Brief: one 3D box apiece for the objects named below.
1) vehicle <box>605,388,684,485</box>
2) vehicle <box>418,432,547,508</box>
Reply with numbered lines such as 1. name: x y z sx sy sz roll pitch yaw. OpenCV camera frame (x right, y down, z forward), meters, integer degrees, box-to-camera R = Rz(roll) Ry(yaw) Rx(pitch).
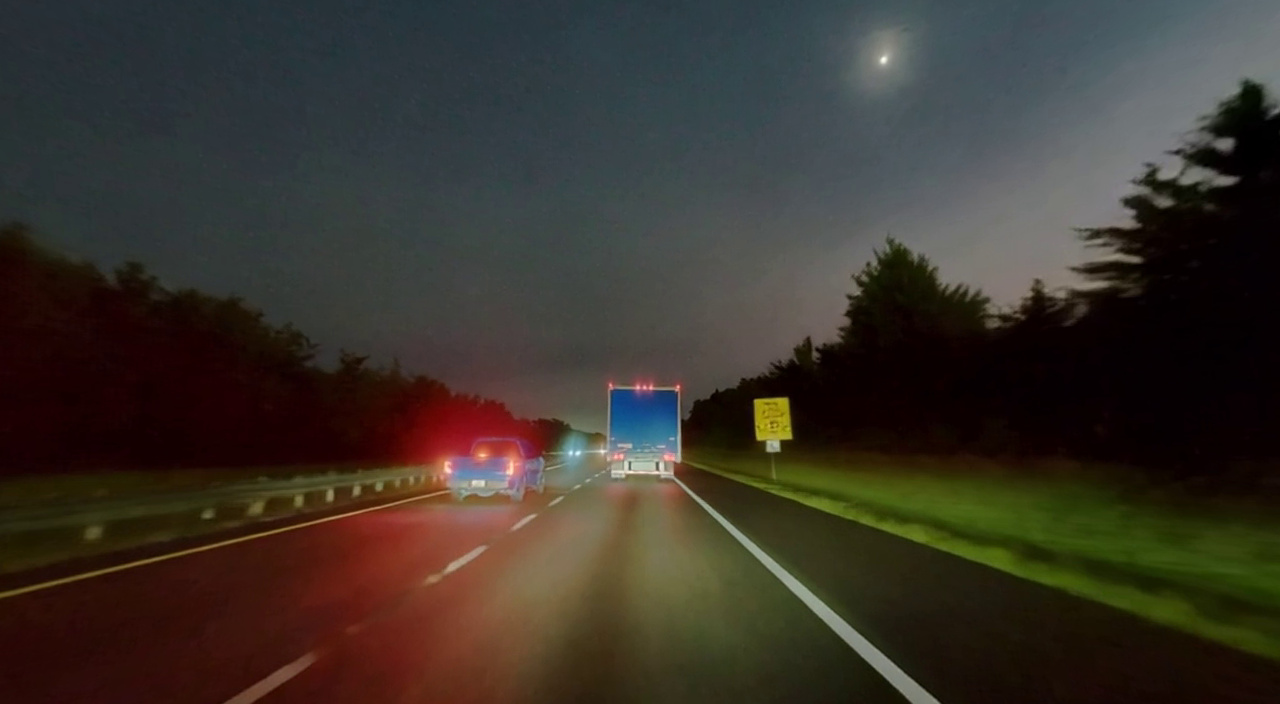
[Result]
1. vehicle: 0.010 3.771 27.477 2.913 3.530 8.648 0 -9 -2
2. vehicle: -3.830 2.969 16.238 2.160 1.661 4.388 0 -9 0
